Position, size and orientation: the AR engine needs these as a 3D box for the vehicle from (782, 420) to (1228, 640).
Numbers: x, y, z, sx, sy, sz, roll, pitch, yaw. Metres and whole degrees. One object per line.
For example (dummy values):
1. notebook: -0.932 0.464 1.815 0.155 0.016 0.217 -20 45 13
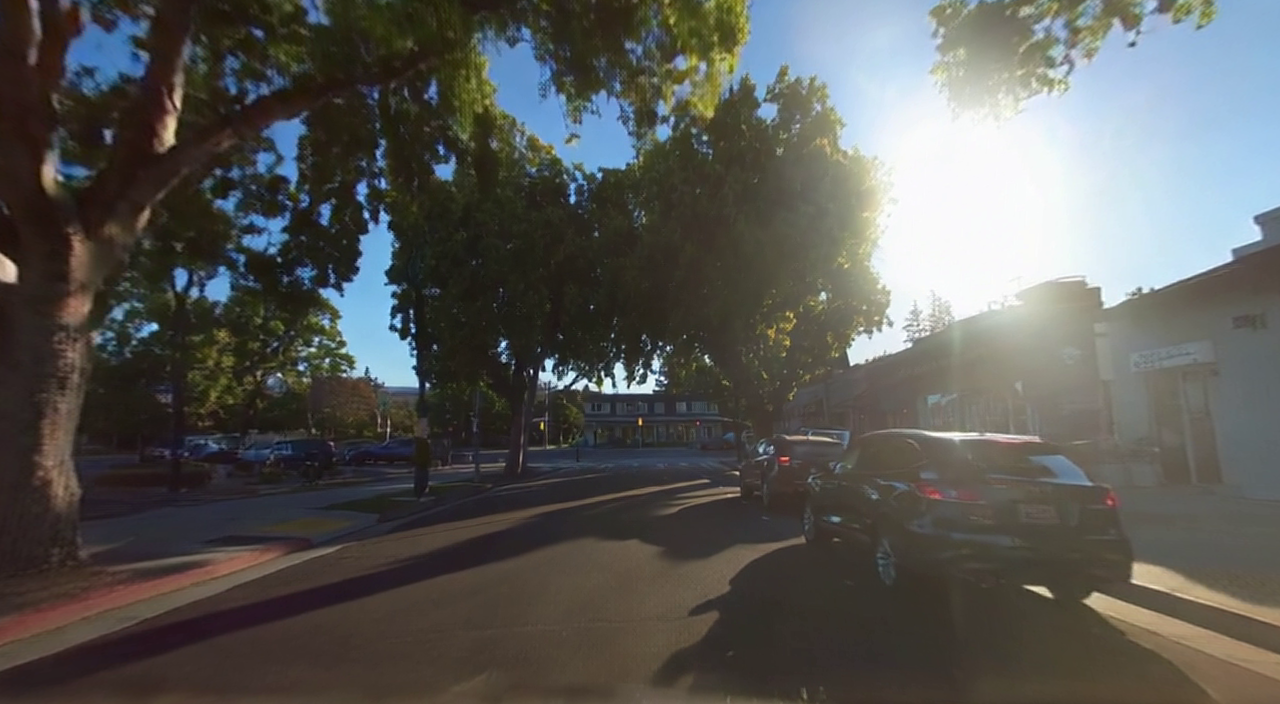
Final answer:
1. vehicle: 3.088 1.592 6.802 2.064 1.532 4.596 0 -8 0

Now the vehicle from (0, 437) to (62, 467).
1. vehicle: -37.152 6.016 38.163 4.157 1.687 2.419 -6 -11 37
